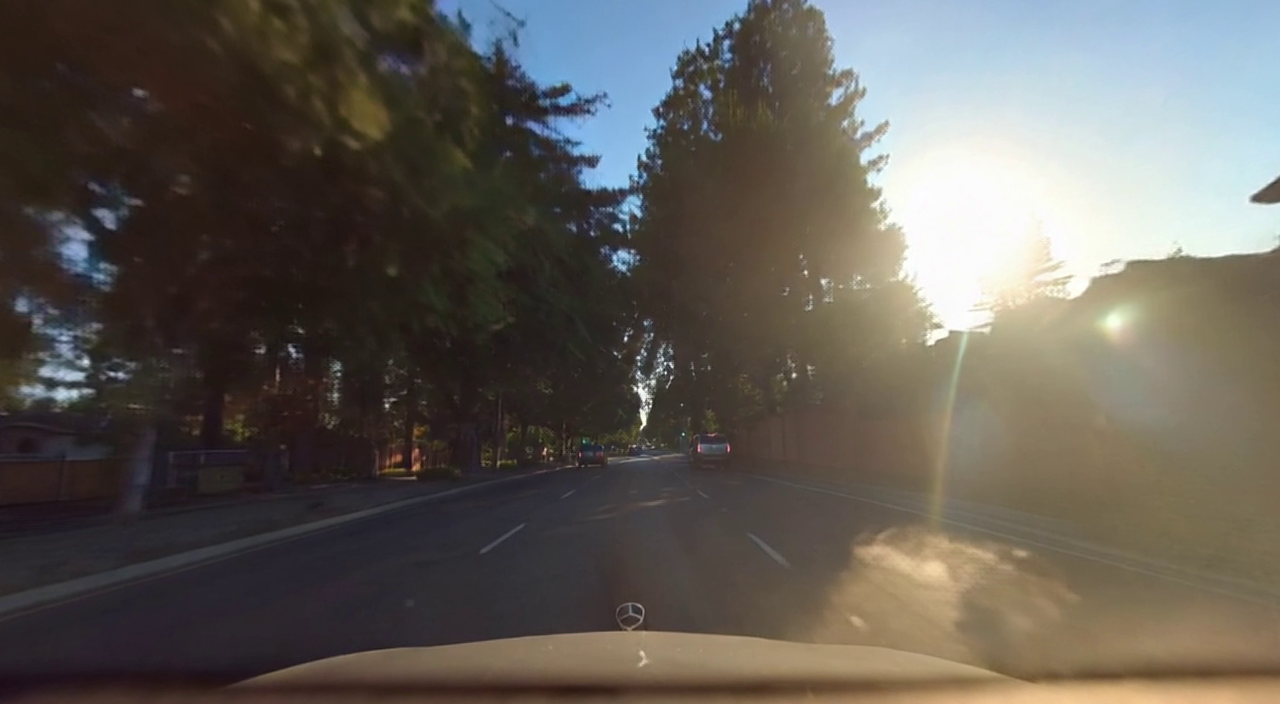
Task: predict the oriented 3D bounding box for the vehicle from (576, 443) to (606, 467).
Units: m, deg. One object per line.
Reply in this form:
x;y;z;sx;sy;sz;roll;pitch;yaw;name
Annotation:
-3.734;7.967;49.136;2.002;1.747;4.728;0;-8;0;vehicle

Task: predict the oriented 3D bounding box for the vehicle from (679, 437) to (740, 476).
3.260;5.039;30.610;2.321;1.695;5.037;0;-8;0;vehicle
